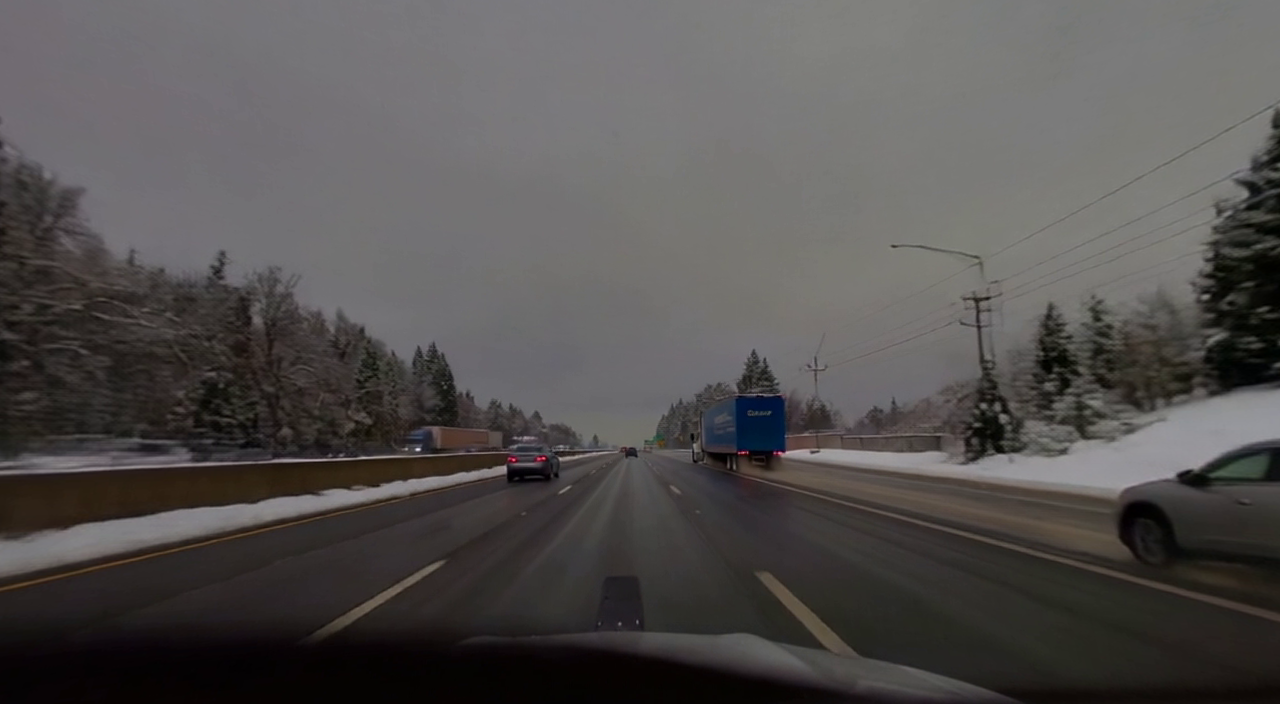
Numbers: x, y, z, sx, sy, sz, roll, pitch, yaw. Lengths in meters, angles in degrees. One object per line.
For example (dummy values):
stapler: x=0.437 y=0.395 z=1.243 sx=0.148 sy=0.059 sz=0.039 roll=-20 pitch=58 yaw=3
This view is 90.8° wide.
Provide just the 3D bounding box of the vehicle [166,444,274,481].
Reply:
vehicle: x=-20.969 y=5.518 z=31.845 sx=2.210 sy=1.695 sz=4.700 roll=0 pitch=-8 yaw=-1

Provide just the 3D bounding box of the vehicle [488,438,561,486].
vehicle: x=-4.296 y=4.171 z=24.214 sx=2.027 sy=1.651 sz=4.099 roll=0 pitch=-9 yaw=0

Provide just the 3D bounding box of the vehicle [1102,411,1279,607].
vehicle: x=6.413 y=1.287 z=5.082 sx=1.991 sy=1.647 sz=4.409 roll=0 pitch=-9 yaw=-1

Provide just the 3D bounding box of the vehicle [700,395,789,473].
vehicle: x=6.409 y=5.646 z=42.331 sx=2.919 sy=4.195 sz=15.833 roll=0 pitch=-9 yaw=-1

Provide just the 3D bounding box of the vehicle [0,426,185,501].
vehicle: x=-13.183 y=2.618 z=15.151 sx=1.734 sy=1.554 sz=3.743 roll=0 pitch=-9 yaw=-1
